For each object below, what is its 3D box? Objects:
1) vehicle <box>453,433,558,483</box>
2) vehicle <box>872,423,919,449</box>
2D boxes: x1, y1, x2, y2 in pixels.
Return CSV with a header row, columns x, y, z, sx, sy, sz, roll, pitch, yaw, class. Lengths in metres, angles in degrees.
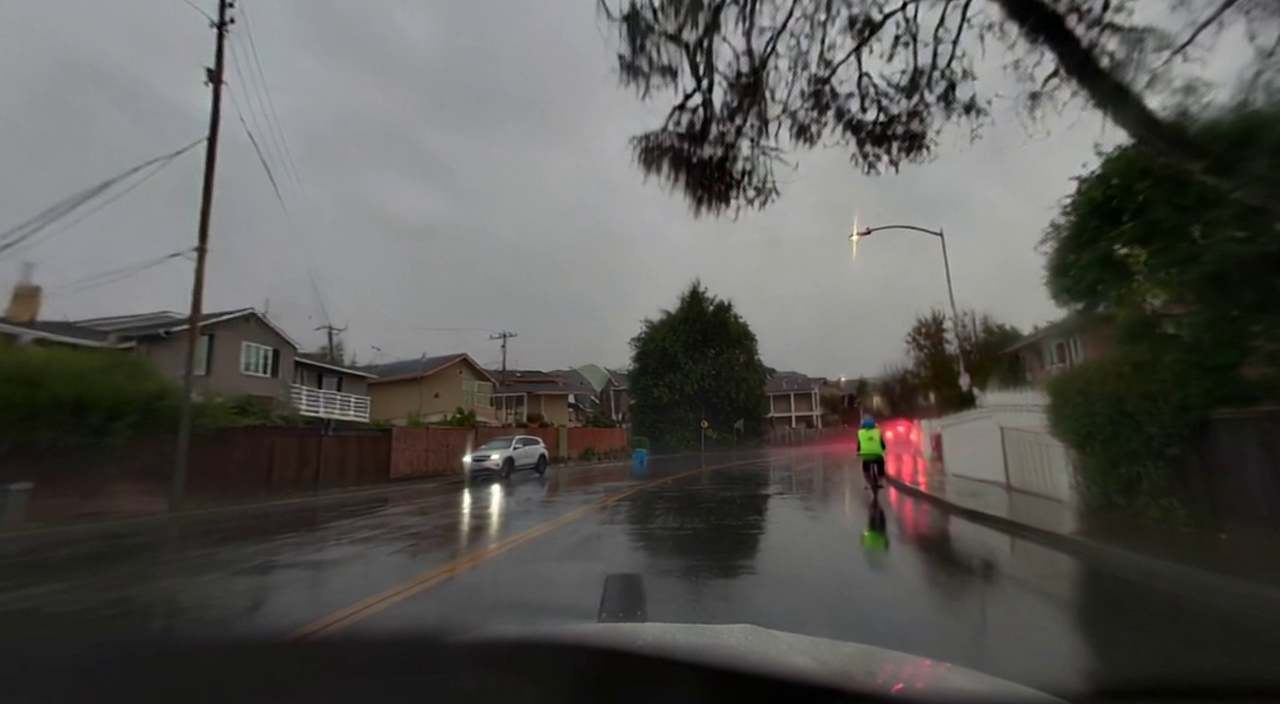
x,y,z,sx,sy,sz,roll,pitch,yaw,class
-4.948,3.981,23.965,1.937,1.670,4.391,-3,-9,17,vehicle
18.069,5.973,44.585,2.105,1.705,4.392,-6,-10,33,vehicle
